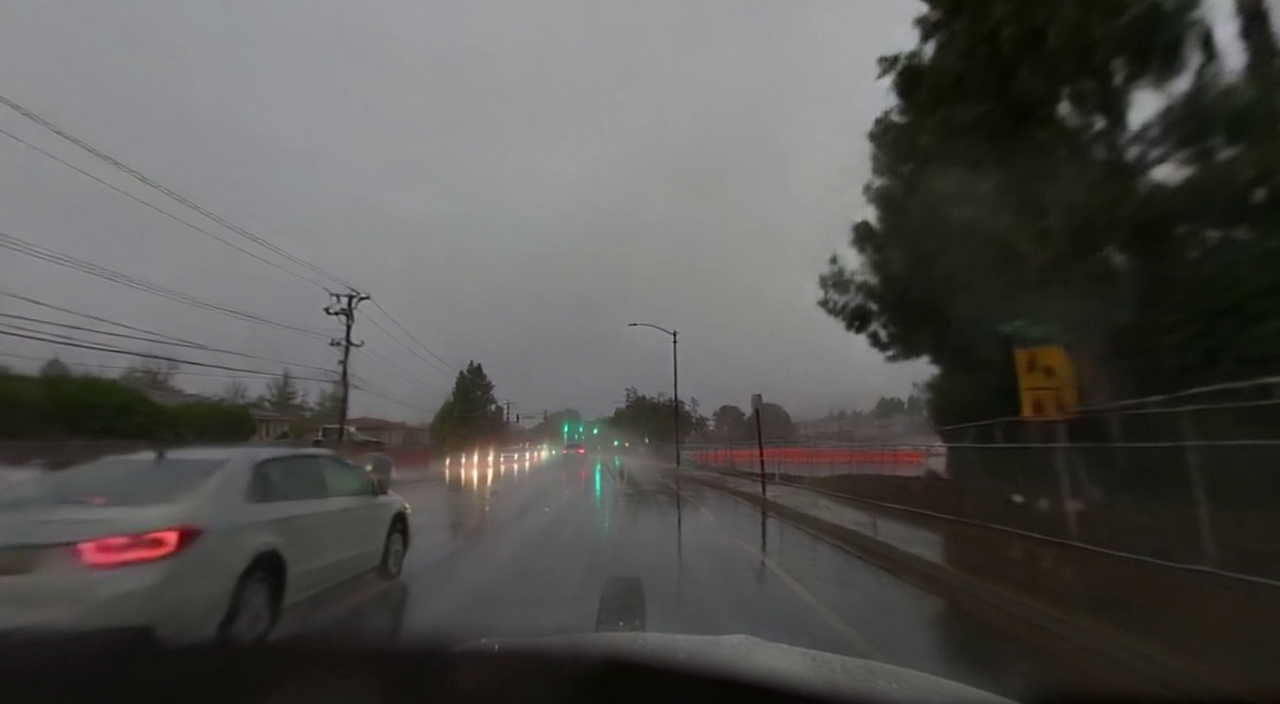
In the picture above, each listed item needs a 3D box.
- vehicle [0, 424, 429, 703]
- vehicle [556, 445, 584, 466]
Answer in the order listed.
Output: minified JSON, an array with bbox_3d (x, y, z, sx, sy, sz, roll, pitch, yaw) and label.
[{"bbox_3d":[-3.616,1.436,5.352,2.020,1.489,4.469,0,-9,1],"label":"vehicle"},{"bbox_3d":[-5.405,8.055,49.102,1.992,1.515,4.289,1,-9,-5],"label":"vehicle"}]
